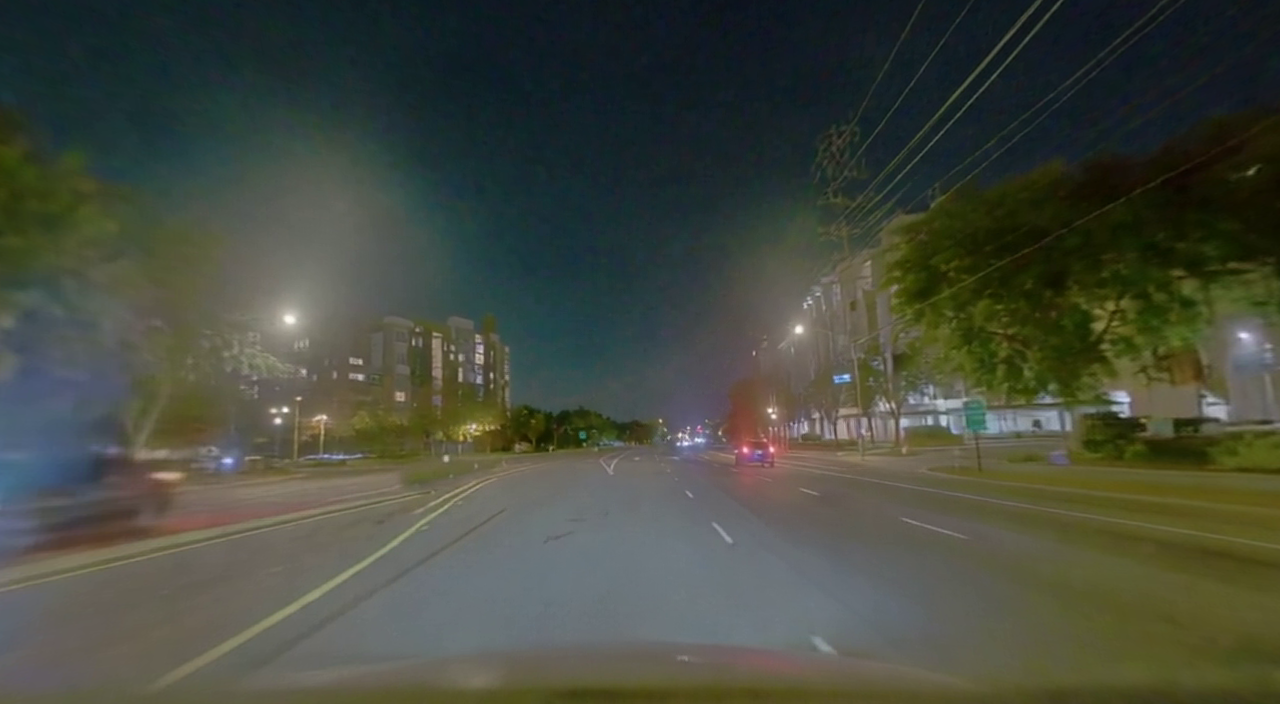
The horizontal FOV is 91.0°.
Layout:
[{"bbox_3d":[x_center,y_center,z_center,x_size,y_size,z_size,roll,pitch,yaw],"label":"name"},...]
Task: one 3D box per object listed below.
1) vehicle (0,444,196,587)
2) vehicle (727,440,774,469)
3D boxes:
[{"bbox_3d":[-9.345,2.309,9.340,2.041,1.829,4.797,0,-9,-1],"label":"vehicle"},{"bbox_3d":[5.993,5.597,34.567,1.908,1.476,3.880,0,-9,0],"label":"vehicle"}]
